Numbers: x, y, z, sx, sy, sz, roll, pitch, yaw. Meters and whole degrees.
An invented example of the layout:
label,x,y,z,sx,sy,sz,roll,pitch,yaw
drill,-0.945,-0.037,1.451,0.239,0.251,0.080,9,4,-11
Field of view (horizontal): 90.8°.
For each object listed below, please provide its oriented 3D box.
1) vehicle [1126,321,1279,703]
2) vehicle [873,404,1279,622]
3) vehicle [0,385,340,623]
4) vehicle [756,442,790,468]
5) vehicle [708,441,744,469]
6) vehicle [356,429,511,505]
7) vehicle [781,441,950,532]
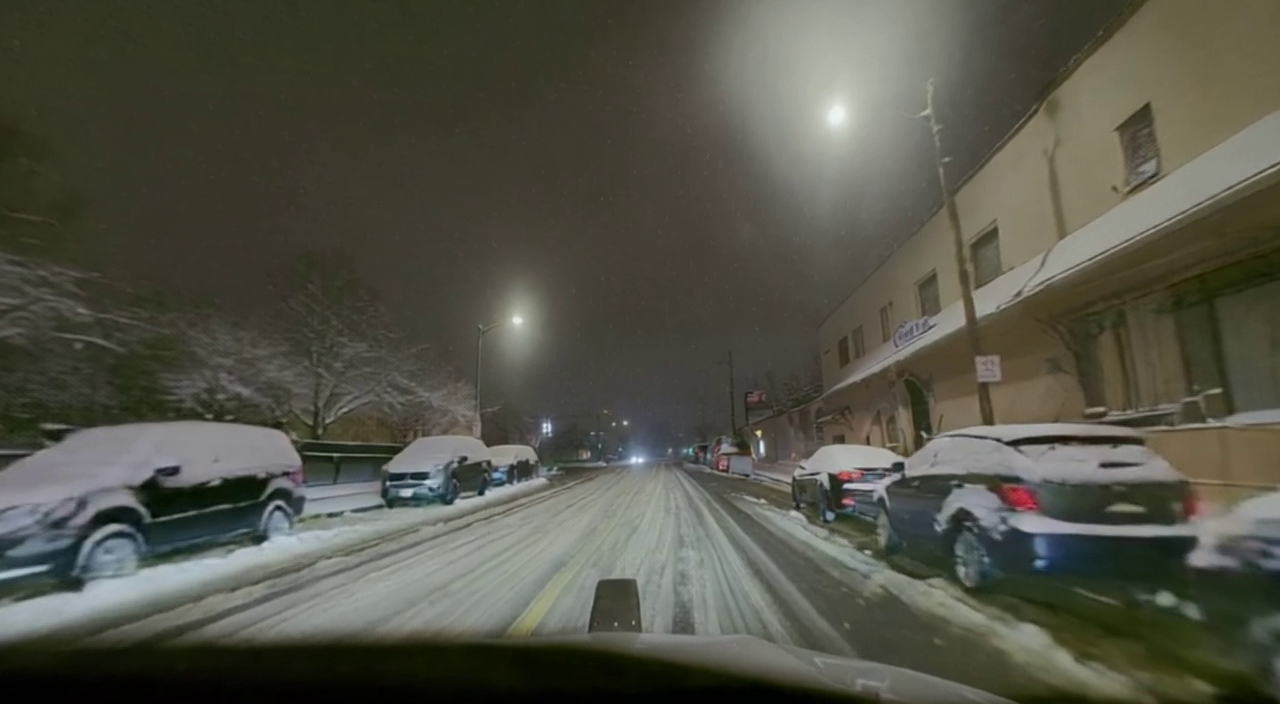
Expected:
label,x,y,z,sx,sy,sz,roll,pitch,yaw
vehicle,4.251,0.593,1.026,2.327,2.021,5.850,1,-8,1
vehicle,4.561,1.666,7.584,1.941,1.810,4.364,0,-8,2
vehicle,-6.365,1.671,7.951,2.304,1.937,5.720,-1,-8,1
vehicle,10.000,7.771,47.609,1.911,1.685,3.764,2,-12,3
vehicle,6.239,7.503,46.454,2.158,1.900,5.376,0,-8,3
vehicle,-5.917,3.374,19.182,2.504,1.919,5.658,-1,-8,3
vehicle,4.571,2.745,13.695,2.050,1.475,4.613,1,-7,1
